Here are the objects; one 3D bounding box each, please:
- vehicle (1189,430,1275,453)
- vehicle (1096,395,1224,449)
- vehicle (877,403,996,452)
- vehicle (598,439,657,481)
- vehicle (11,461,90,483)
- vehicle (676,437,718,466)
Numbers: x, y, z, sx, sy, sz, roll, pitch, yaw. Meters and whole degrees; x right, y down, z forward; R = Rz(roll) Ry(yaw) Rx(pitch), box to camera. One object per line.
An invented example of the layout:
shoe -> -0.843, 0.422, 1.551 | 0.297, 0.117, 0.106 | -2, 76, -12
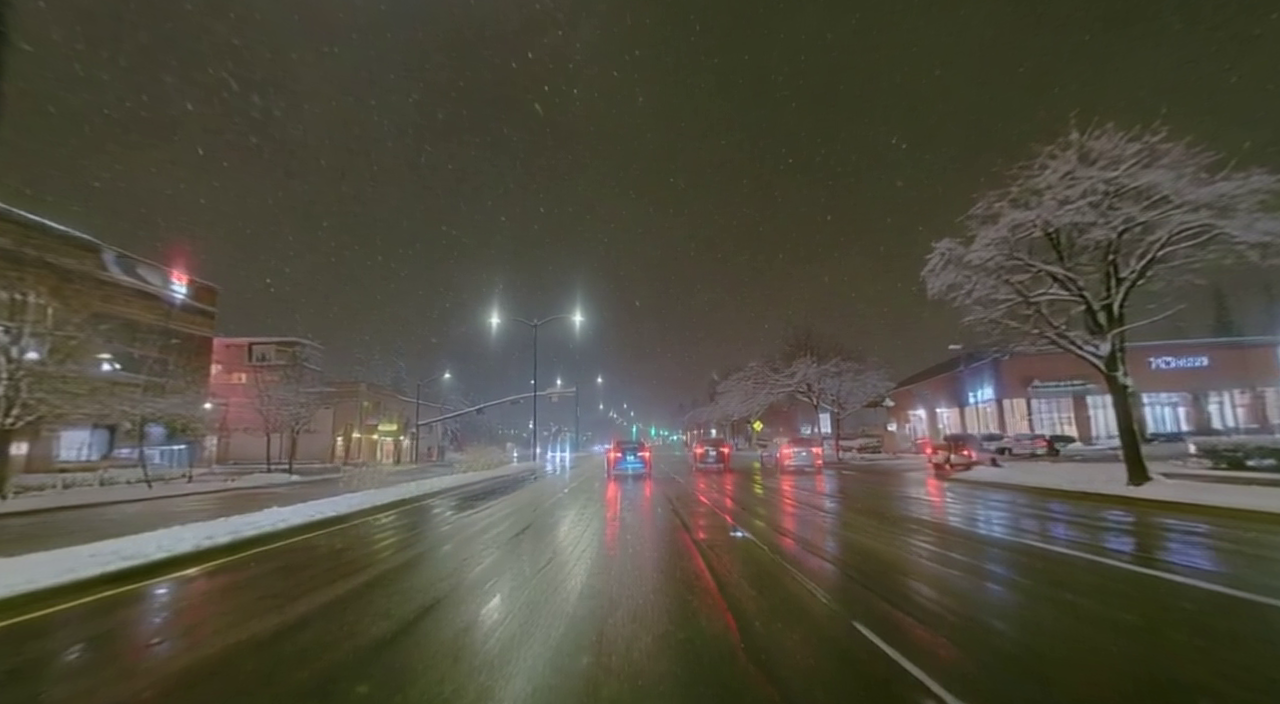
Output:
vehicle -> 38.362, 5.832, 41.085 | 1.656, 1.427, 4.042 | 0, -8, 1
vehicle -> 33.147, 4.608, 40.628 | 2.744, 3.127, 6.009 | 0, -10, -2
vehicle -> 21.082, 5.440, 45.206 | 7.049, 3.319, 2.728 | 0, -8, -1
vehicle -> -0.480, 4.181, 24.743 | 2.110, 1.476, 4.294 | 0, -8, -1
vehicle -> -42.955, 8.737, 46.080 | 3.776, 1.466, 1.846 | 0, -8, -2
vehicle -> 3.492, 6.185, 39.519 | 2.100, 1.683, 4.231 | 0, -8, -1
